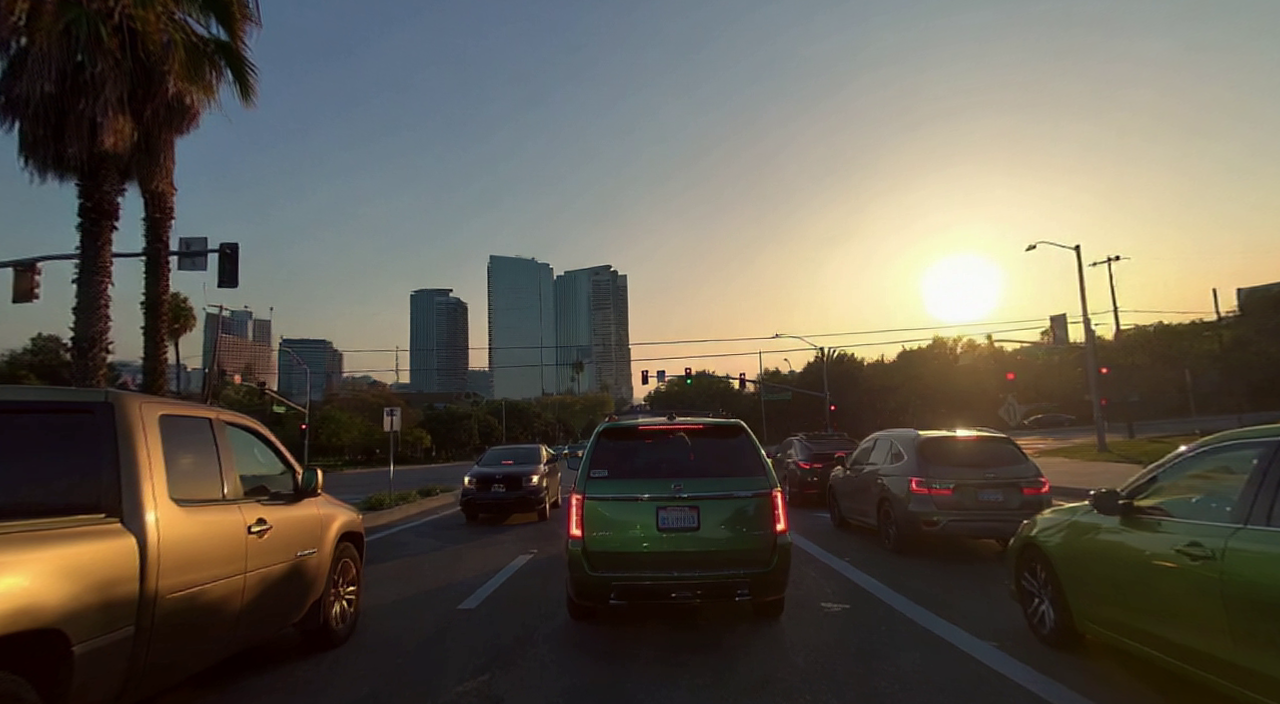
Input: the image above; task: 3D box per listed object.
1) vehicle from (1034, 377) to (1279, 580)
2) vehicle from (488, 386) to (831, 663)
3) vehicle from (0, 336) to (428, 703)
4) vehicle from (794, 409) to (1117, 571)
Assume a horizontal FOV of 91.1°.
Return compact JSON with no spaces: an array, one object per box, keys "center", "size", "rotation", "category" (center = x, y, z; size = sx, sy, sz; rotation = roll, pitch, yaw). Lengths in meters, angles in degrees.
[{"center":[7.313,1.337,6.857],"size":[2.337,1.925,5.728],"rotation":[0,-8,1],"category":"vehicle"},{"center":[0.151,1.374,6.043],"size":[2.123,1.704,4.128],"rotation":[0,-9,1],"category":"vehicle"},{"center":[-3.182,1.086,3.904],"size":[2.171,1.702,4.416],"rotation":[0,-9,0],"category":"vehicle"},{"center":[3.989,1.854,9.307],"size":[2.072,1.704,5.170],"rotation":[0,-9,0],"category":"vehicle"}]
